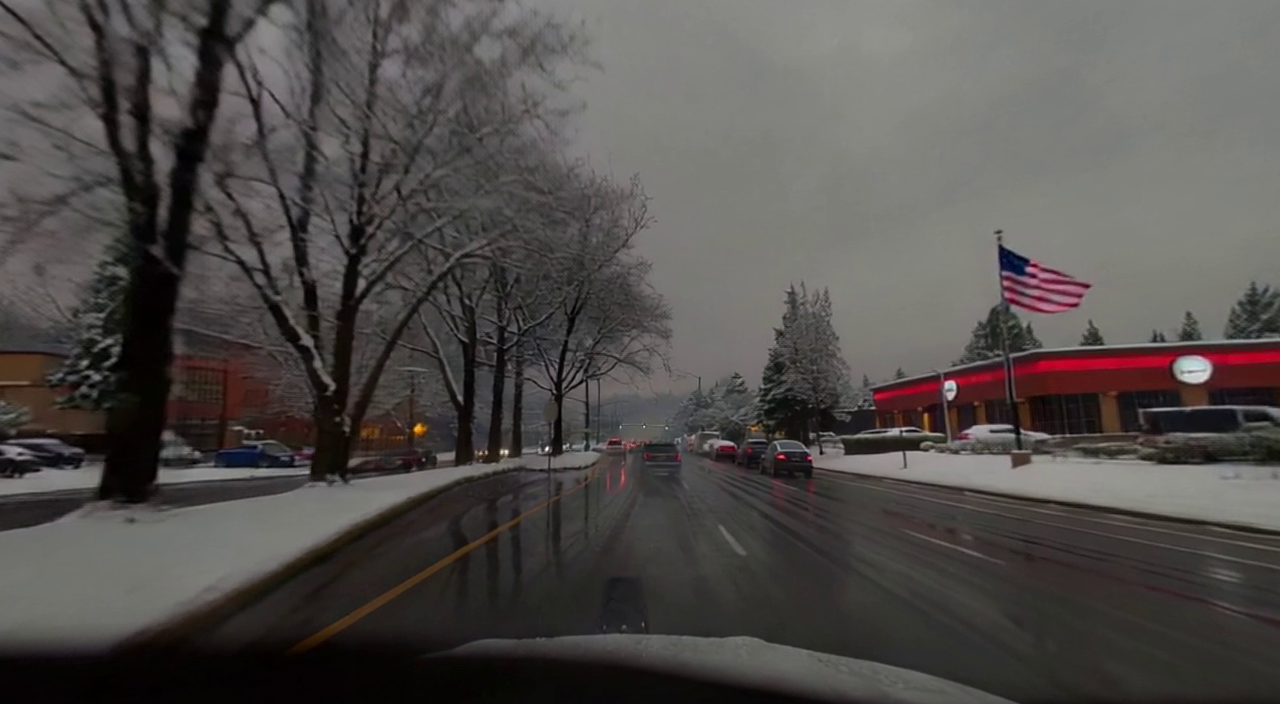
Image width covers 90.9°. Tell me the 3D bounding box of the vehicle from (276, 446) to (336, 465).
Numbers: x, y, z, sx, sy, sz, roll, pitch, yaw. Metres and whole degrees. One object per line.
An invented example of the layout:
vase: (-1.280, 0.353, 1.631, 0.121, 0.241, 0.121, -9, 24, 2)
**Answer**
vehicle: (-25.742, 7.957, 48.628, 3.574, 1.399, 1.754, 0, -9, 1)

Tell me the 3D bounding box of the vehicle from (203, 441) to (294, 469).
vehicle: (-26.800, 7.036, 43.266, 4.853, 1.788, 2.059, 0, -8, 1)

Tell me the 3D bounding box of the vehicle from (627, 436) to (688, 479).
vehicle: (0.555, 3.982, 23.996, 2.091, 1.472, 4.697, 0, -9, -1)

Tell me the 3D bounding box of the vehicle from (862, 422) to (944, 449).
vehicle: (19.615, 6.273, 47.140, 5.117, 1.905, 2.075, 0, -9, 0)

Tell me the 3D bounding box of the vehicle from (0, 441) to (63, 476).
vehicle: (-32.432, 5.595, 33.471, 5.148, 1.674, 2.163, -8, -11, 44)

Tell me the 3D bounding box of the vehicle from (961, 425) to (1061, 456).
vehicle: (19.669, 4.699, 33.513, 4.059, 1.563, 1.995, 1, -9, -2)

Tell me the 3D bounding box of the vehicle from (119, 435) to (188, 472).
vehicle: (-28.834, 5.945, 37.255, 5.346, 1.985, 2.207, -8, -11, 42)

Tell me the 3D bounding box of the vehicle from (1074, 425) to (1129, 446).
vehicle: (33.131, 6.048, 45.382, 1.797, 1.426, 4.346, -3, -9, 17)

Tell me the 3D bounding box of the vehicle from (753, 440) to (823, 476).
vehicle: (6.606, 4.791, 28.663, 2.016, 1.479, 4.532, 0, -9, -1)

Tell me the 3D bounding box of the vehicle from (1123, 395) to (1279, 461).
vehicle: (19.294, 2.441, 19.918, 6.173, 1.962, 2.208, 0, -9, 0)

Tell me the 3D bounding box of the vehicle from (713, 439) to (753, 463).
vehicle: (6.626, 7.116, 45.433, 2.105, 1.646, 4.612, 0, -9, -2)
